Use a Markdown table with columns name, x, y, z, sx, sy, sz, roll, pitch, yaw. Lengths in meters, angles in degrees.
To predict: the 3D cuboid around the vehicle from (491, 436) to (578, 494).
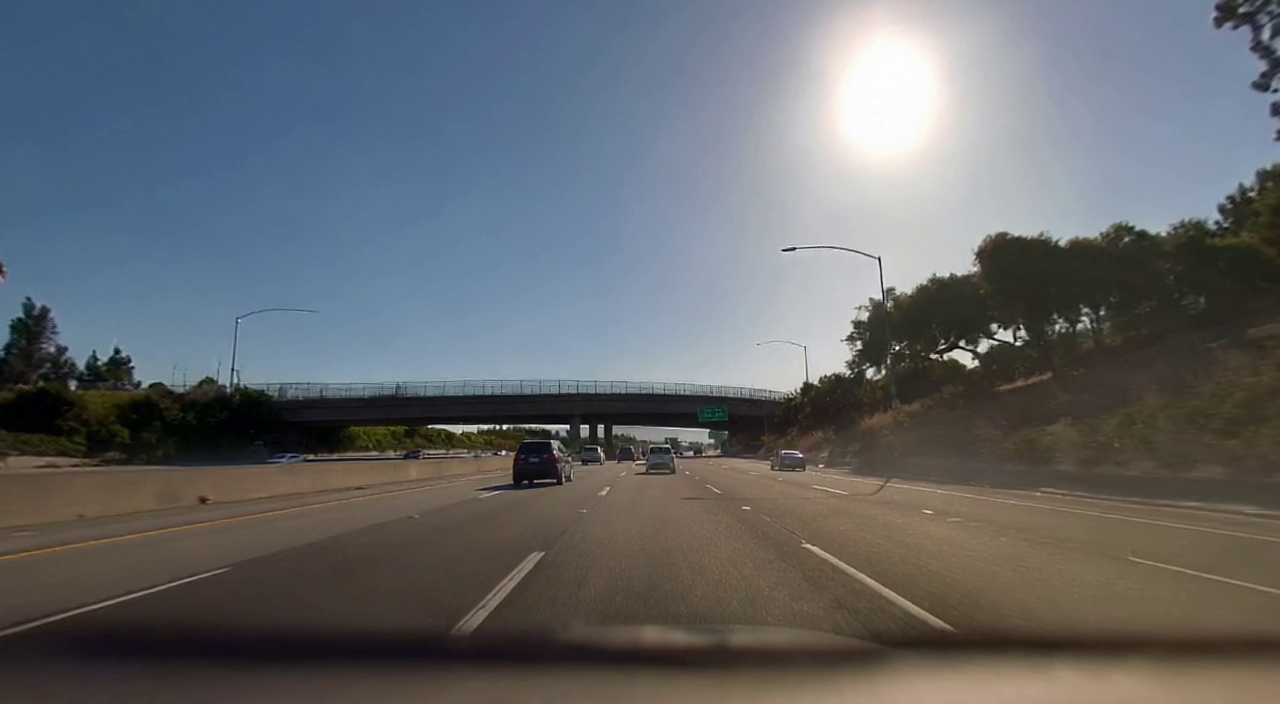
| name | x | y | z | sx | sy | sz | roll | pitch | yaw |
| --- | --- | --- | --- | --- | --- | --- | --- | --- | --- |
| vehicle | -3.446 | 3.795 | 21.516 | 2.142 | 1.759 | 4.297 | 0 | -9 | 1 |

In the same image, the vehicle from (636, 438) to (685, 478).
| name | x | y | z | sx | sy | sz | roll | pitch | yaw |
| --- | --- | --- | --- | --- | --- | --- | --- | --- | --- |
| vehicle | 1.022 | 5.378 | 32.066 | 2.270 | 1.862 | 4.949 | 0 | -9 | 1 |

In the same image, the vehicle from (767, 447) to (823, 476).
| name | x | y | z | sx | sy | sz | roll | pitch | yaw |
| --- | --- | --- | --- | --- | --- | --- | --- | --- | --- |
| vehicle | 8.346 | 5.938 | 34.316 | 1.936 | 1.480 | 4.373 | 0 | -9 | 0 |

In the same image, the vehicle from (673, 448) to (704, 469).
| name | x | y | z | sx | sy | sz | roll | pitch | yaw |
| --- | --- | --- | --- | --- | --- | --- | --- | --- | --- |
| vehicle | 3.707 | 8.294 | 49.181 | 2.131 | 1.556 | 4.310 | 0 | -9 | 1 |
